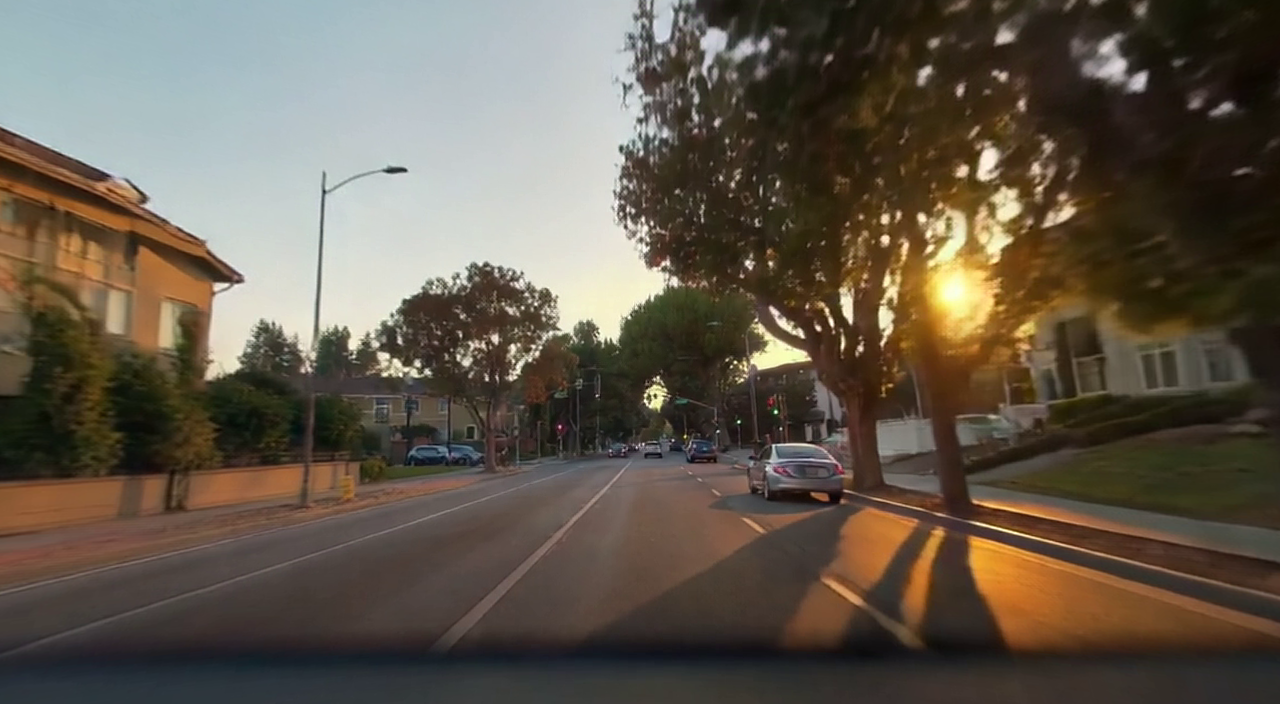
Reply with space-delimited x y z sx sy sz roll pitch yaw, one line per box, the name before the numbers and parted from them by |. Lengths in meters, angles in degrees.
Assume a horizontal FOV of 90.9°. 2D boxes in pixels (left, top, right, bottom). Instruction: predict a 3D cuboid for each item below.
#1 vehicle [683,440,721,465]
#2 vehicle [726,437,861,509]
vehicle | 4.070 6.683 41.952 2.035 1.564 4.719 0 -9 0
vehicle | 3.528 2.896 15.570 2.072 1.471 4.834 0 -9 -1
